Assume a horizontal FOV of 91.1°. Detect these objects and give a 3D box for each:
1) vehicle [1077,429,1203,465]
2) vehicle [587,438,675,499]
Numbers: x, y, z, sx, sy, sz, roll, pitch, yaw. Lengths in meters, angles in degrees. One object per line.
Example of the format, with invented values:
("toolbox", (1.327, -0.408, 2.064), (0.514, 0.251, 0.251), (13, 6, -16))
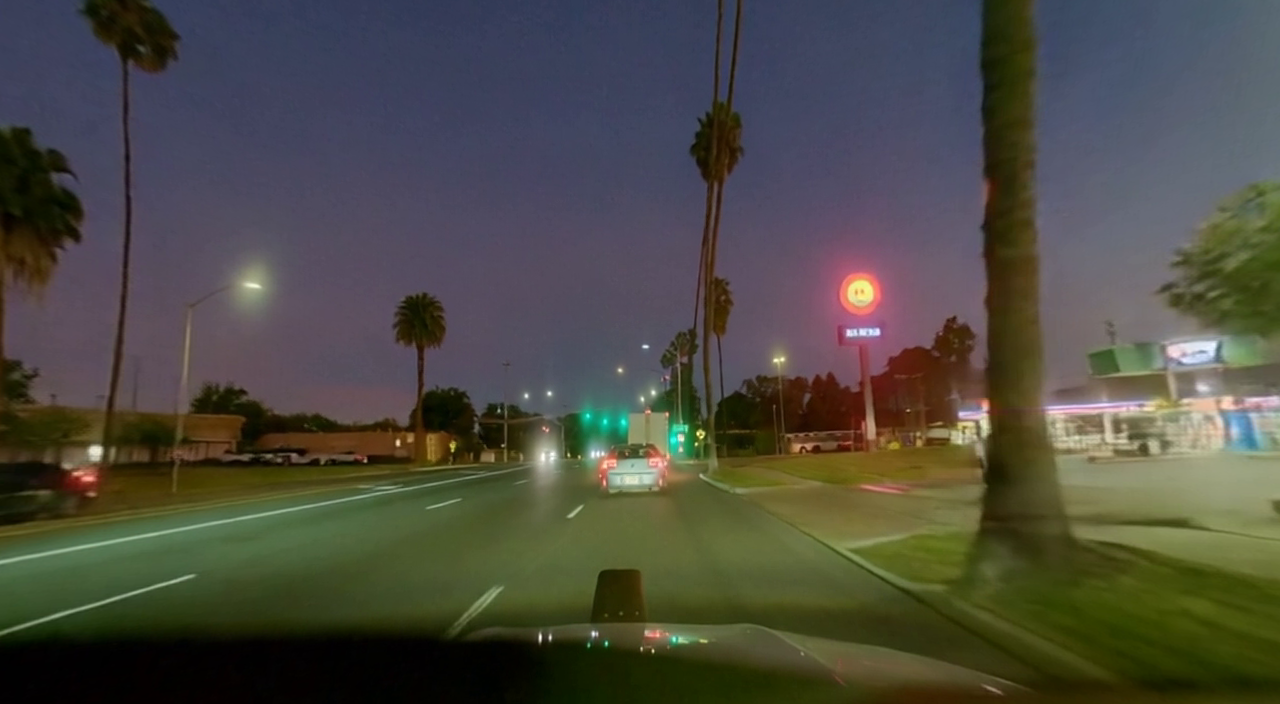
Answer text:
("vehicle", (22.479, 4.350, 28.507), (1.876, 1.482, 4.633), (0, -10, -1))
("vehicle", (-0.196, 3.176, 17.531), (2.145, 1.483, 4.453), (0, -9, 1))
